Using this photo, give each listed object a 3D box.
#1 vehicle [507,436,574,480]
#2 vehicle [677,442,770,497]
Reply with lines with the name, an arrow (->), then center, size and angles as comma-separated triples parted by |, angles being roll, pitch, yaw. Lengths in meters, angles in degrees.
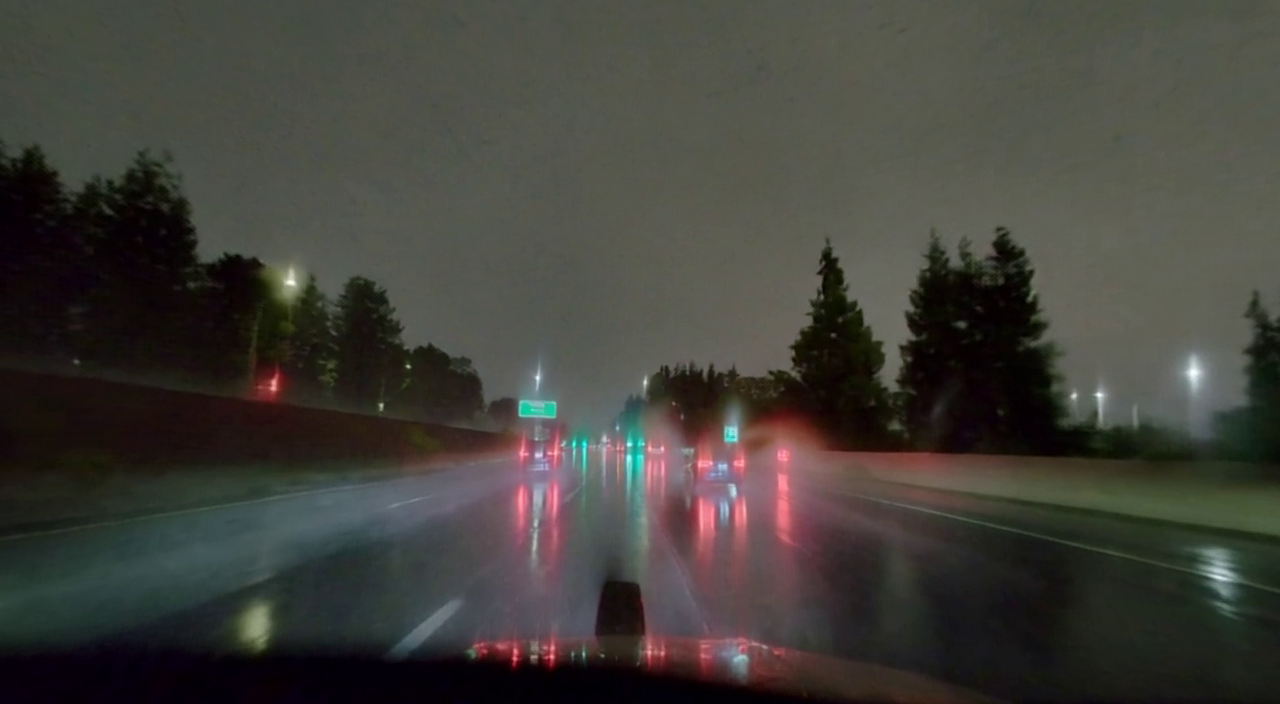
vehicle -> -4.166, 4.524, 27.247 | 2.244, 1.755, 4.417 | 0, -8, -1
vehicle -> 2.358, 3.443, 19.036 | 1.947, 1.437, 4.345 | 1, -8, -4
